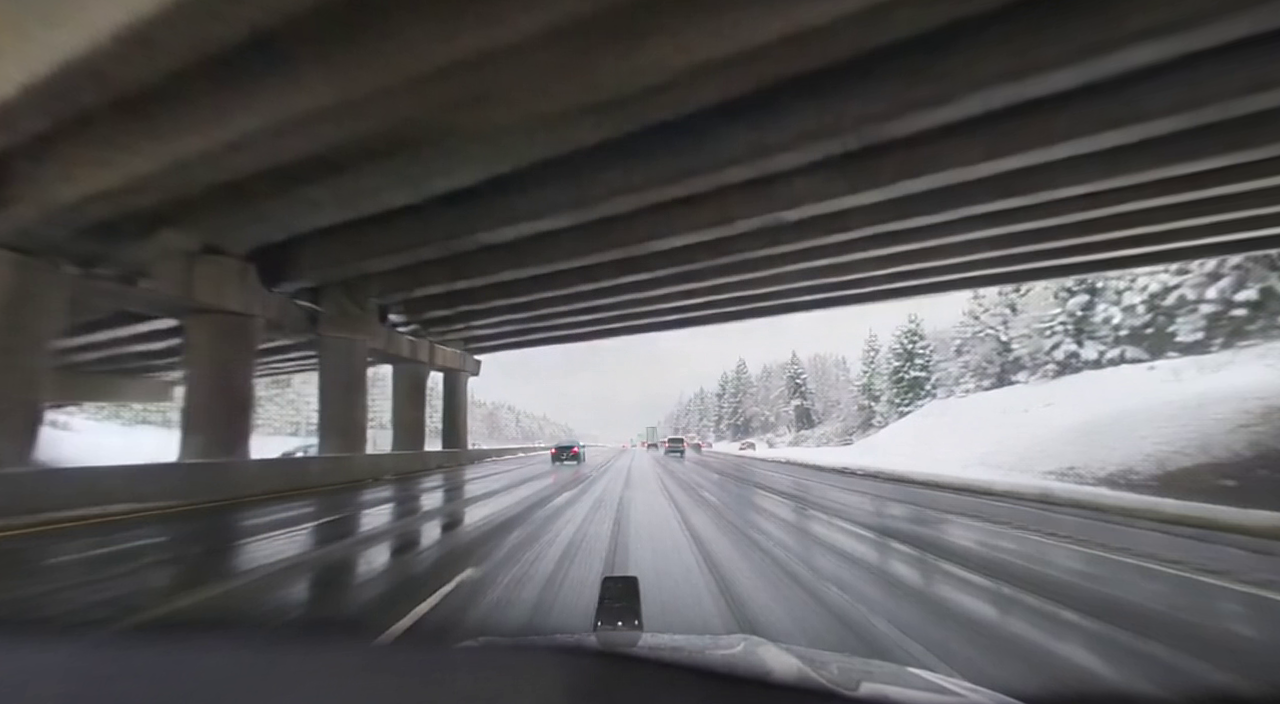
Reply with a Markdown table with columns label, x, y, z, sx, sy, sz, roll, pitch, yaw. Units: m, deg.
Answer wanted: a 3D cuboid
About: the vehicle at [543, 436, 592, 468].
| label | x | y | z | sx | sy | sz | roll | pitch | yaw |
| --- | --- | --- | --- | --- | --- | --- | --- | --- | --- |
| vehicle | -3.650 | 5.124 | 32.403 | 2.066 | 1.500 | 4.415 | 0 | -8 | -1 |
